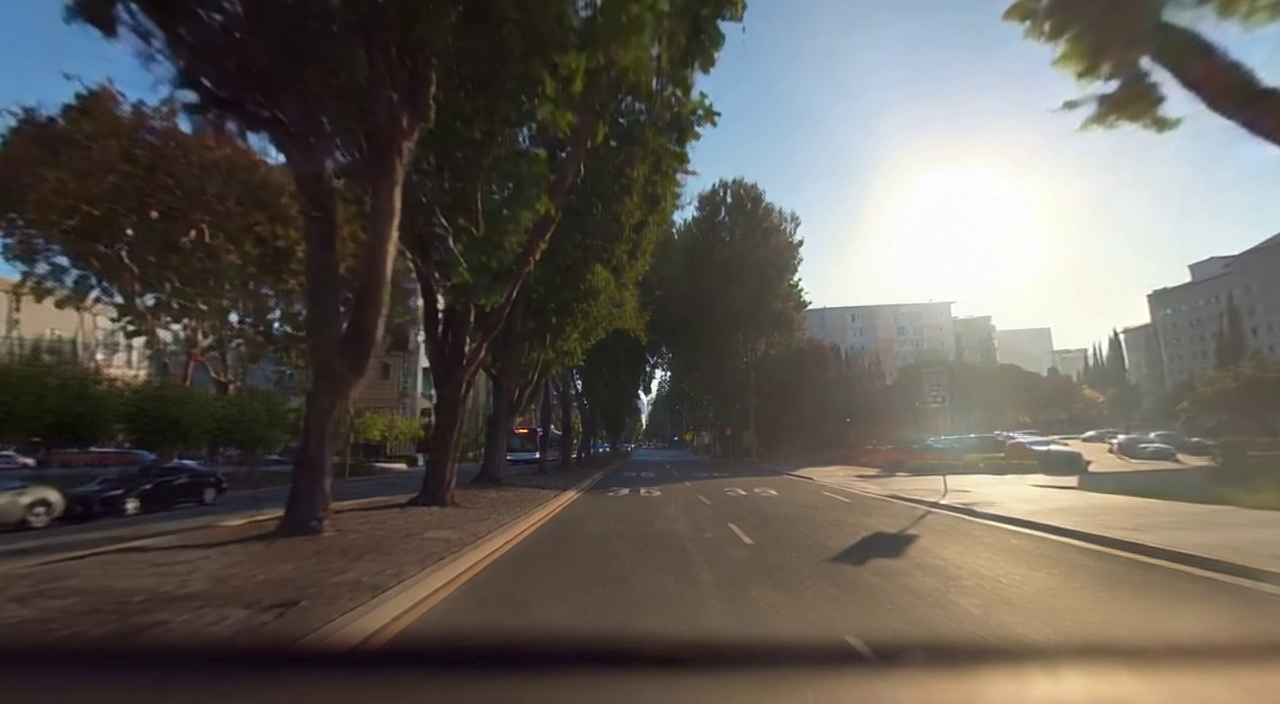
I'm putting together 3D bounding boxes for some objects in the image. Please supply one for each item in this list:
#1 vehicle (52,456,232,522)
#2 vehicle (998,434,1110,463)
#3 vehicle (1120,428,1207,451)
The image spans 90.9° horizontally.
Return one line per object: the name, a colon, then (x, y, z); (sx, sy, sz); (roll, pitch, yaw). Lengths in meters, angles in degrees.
vehicle: (-14.078, 3.847, 18.175); (1.816, 1.567, 3.957); (-1, -8, 3)
vehicle: (21.342, 5.002, 32.633); (4.404, 1.440, 1.900); (0, -8, 2)
vehicle: (40.092, 6.720, 48.331); (4.836, 1.711, 2.192); (0, -8, -4)
